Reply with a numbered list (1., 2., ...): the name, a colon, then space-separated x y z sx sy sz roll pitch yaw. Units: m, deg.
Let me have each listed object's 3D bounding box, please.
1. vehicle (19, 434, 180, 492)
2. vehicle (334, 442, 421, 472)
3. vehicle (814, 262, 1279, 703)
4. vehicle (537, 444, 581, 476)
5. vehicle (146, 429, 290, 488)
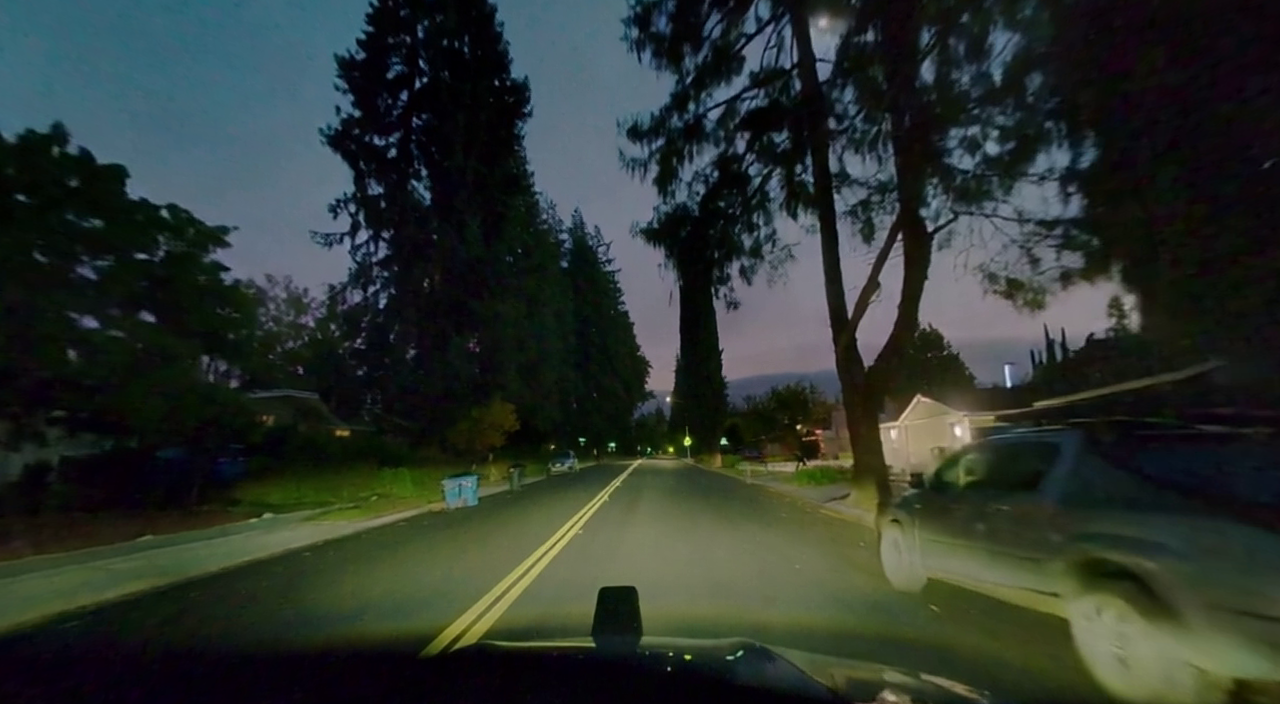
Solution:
1. vehicle: -16.324 3.305 19.047 4.526 1.539 2.120 -6 -10 29
2. vehicle: -14.181 5.665 34.028 4.668 1.491 1.941 -6 -10 32
3. vehicle: 2.894 0.978 3.920 2.150 1.811 5.461 -1 -8 1
4. vehicle: -5.099 6.938 40.234 1.924 1.765 4.542 -4 -11 2
5. vehicle: -14.117 3.540 21.114 4.537 1.751 2.051 -6 -10 29
